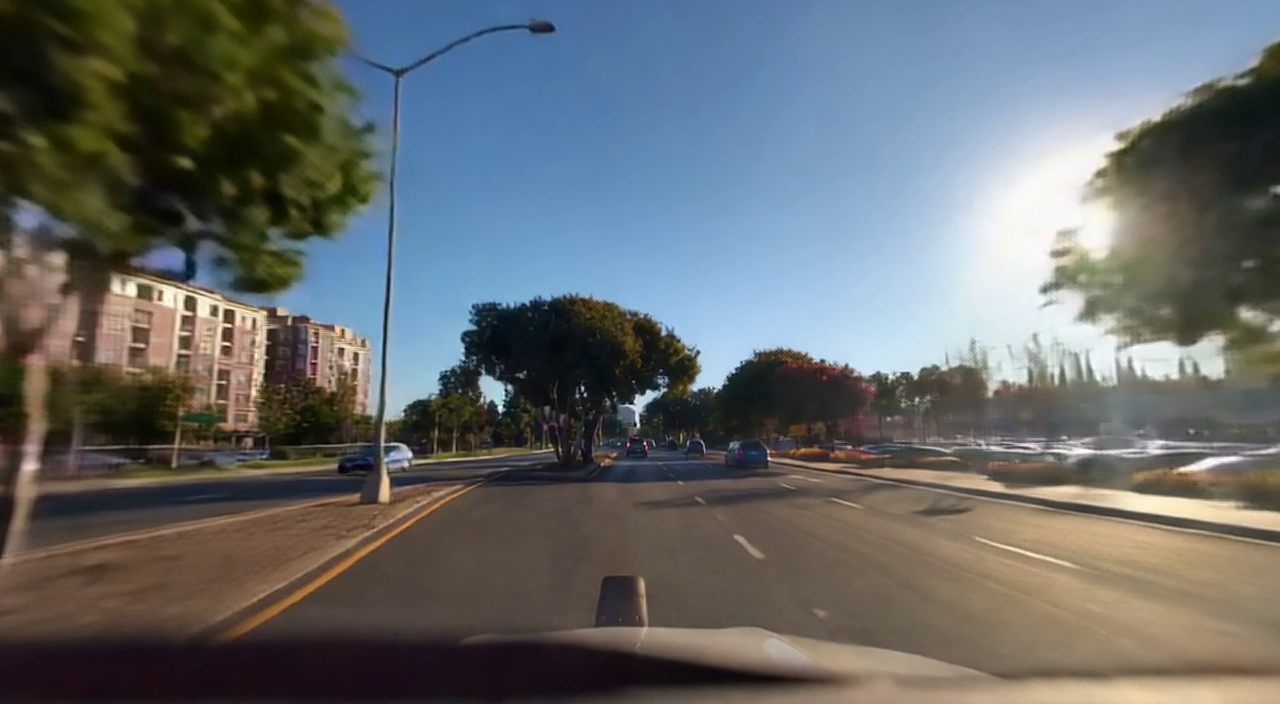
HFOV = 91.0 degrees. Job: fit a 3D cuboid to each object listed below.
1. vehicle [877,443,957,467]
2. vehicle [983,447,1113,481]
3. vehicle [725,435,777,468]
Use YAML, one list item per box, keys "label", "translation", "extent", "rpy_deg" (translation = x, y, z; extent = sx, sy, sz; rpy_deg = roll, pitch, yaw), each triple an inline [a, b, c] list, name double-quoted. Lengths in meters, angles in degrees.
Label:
- label: "vehicle"
  translation: [19.070, 7.102, 43.479]
  extent: [4.644, 1.552, 1.980]
  rpy_deg: [0, -8, 3]
- label: "vehicle"
  translation: [19.057, 5.222, 29.549]
  extent: [4.683, 1.462, 1.995]
  rpy_deg: [1, -8, 1]
- label: "vehicle"
  translation: [6.557, 5.947, 37.724]
  extent: [2.136, 1.799, 4.796]
  rpy_deg: [1, -8, -2]
